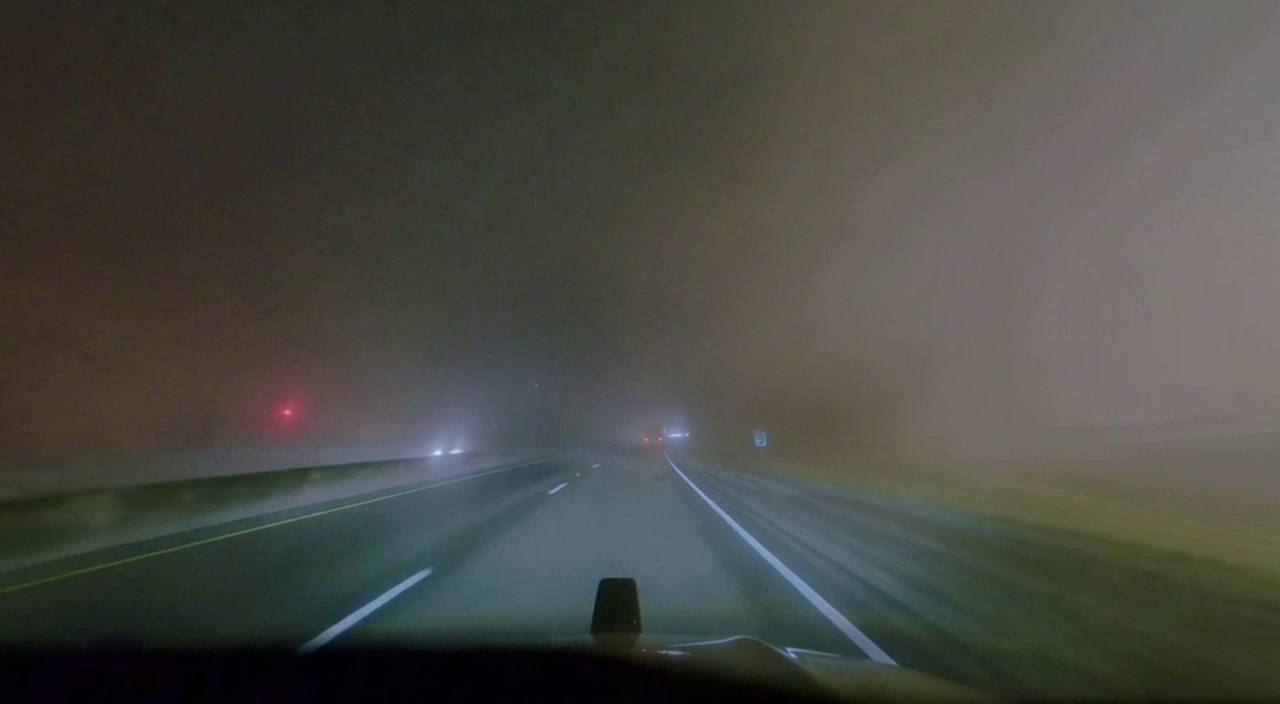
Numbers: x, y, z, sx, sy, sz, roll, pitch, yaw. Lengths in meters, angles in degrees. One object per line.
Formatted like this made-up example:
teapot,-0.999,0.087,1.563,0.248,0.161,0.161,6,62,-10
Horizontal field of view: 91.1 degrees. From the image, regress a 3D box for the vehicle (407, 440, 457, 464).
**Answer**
vehicle,-13.573,6.528,41.232,1.815,1.480,4.254,0,-8,0
